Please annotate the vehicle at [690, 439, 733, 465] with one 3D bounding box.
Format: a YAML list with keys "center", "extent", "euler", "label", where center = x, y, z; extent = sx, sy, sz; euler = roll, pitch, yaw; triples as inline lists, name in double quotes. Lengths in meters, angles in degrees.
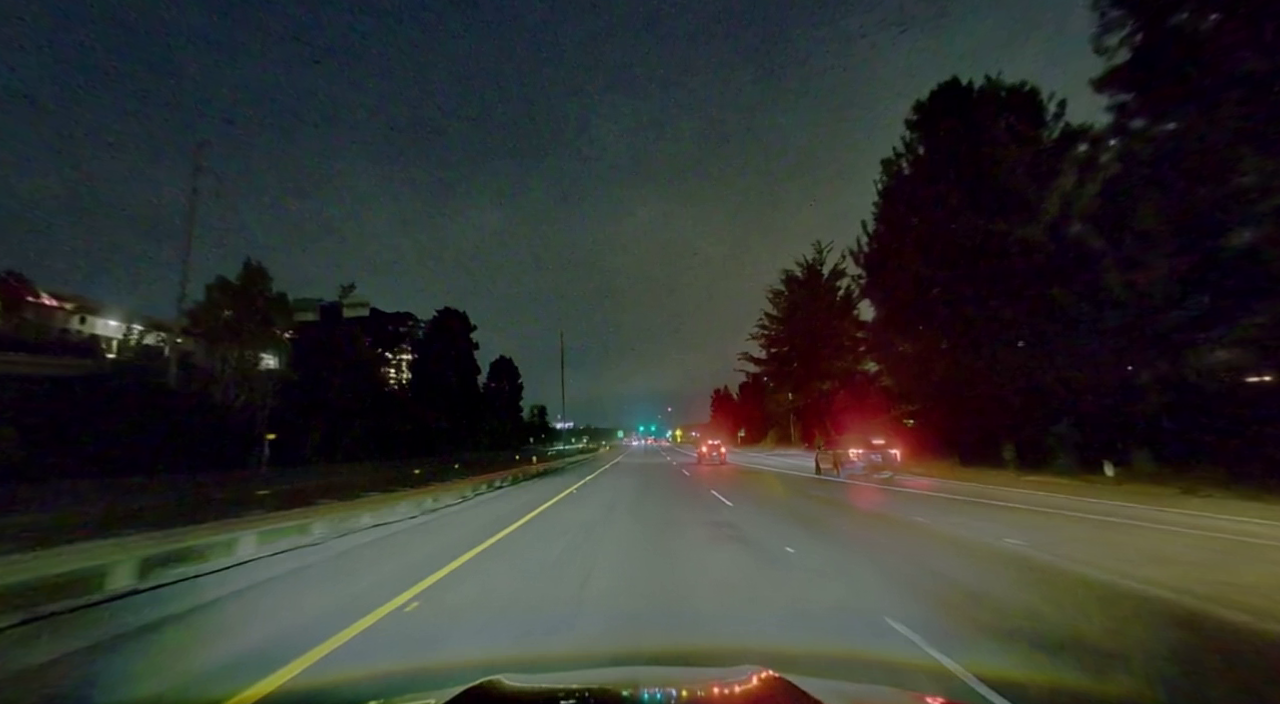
- center: [4.283, 6.086, 38.519]
  extent: [2.042, 1.518, 4.477]
  euler: [0, -9, -1]
  label: "vehicle"
